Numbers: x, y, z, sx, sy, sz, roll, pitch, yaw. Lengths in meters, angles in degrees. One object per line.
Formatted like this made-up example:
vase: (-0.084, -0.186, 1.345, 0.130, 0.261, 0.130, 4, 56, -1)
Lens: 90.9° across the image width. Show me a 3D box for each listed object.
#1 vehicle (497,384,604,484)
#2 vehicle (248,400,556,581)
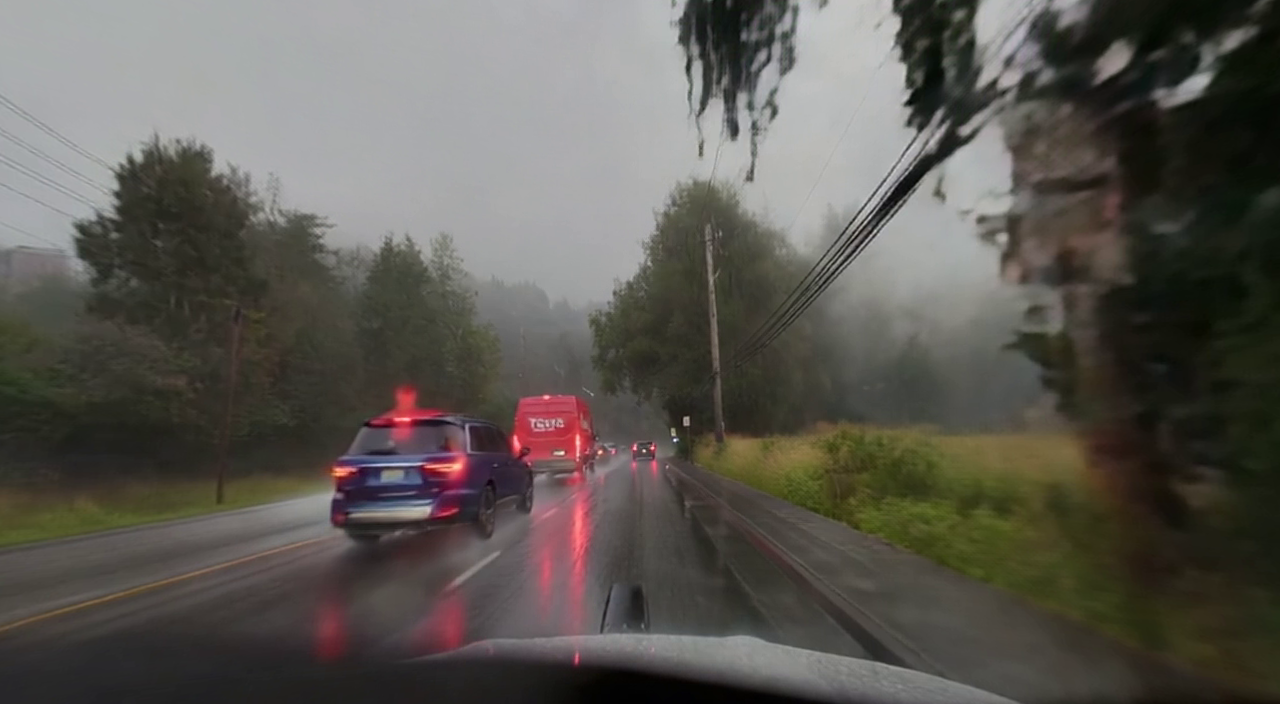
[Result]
vehicle: (-3.126, 3.306, 24.840, 2.818, 3.181, 9.114, 0, -9, 0)
vehicle: (-2.790, 1.816, 9.212, 2.187, 1.821, 5.501, 0, -9, 2)
